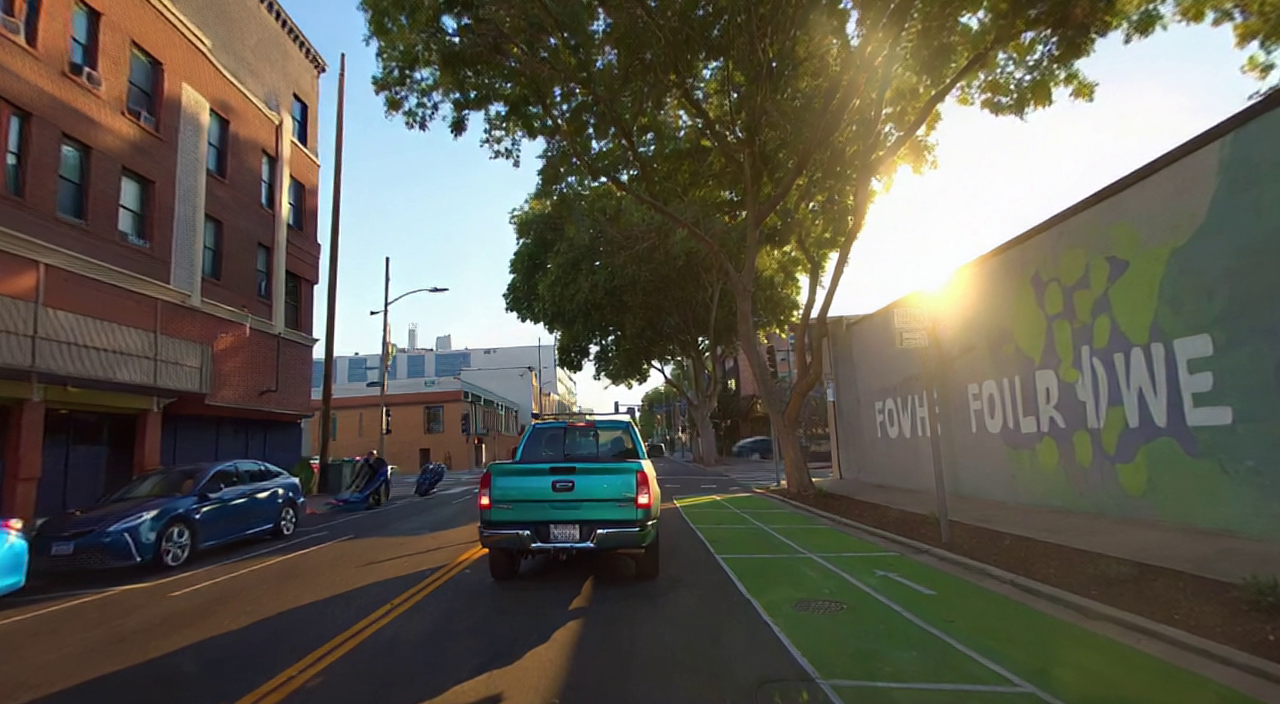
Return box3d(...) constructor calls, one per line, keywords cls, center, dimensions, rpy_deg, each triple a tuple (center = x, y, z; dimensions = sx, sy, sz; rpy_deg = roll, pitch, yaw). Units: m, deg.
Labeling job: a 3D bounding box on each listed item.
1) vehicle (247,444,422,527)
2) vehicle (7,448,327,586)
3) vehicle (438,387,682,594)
box3d(cls="vehicle", center=(-7.394, 3.231, 16.058), dimensions=(1.884, 1.730, 5.076), rpy_deg=(0, -8, 0))
box3d(cls="vehicle", center=(-7.162, 2.454, 10.375), dimensions=(1.882, 1.686, 4.489), rpy_deg=(0, -8, -2))
box3d(cls="vehicle", center=(-0.706, 1.602, 8.147), dimensions=(2.215, 1.882, 4.611), rpy_deg=(0, -8, 1))
